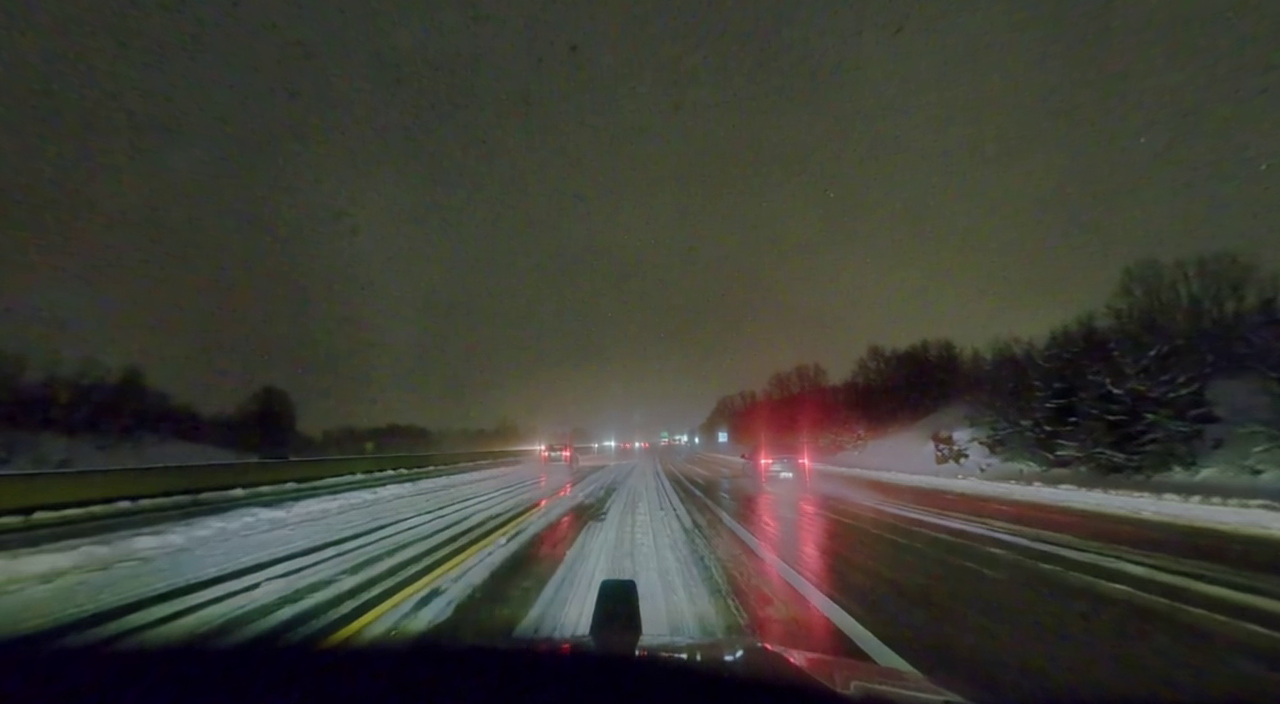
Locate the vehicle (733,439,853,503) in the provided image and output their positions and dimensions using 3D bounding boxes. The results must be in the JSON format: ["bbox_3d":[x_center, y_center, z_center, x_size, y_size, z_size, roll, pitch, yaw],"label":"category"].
[{"bbox_3d":[3.912,3.121,17.036,2.060,1.485,4.274,0,-9,-2],"label":"vehicle"}]

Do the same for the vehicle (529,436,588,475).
[{"bbox_3d":[-3.701,4.790,29.422,2.048,1.618,4.424,0,-9,1],"label":"vehicle"}]
